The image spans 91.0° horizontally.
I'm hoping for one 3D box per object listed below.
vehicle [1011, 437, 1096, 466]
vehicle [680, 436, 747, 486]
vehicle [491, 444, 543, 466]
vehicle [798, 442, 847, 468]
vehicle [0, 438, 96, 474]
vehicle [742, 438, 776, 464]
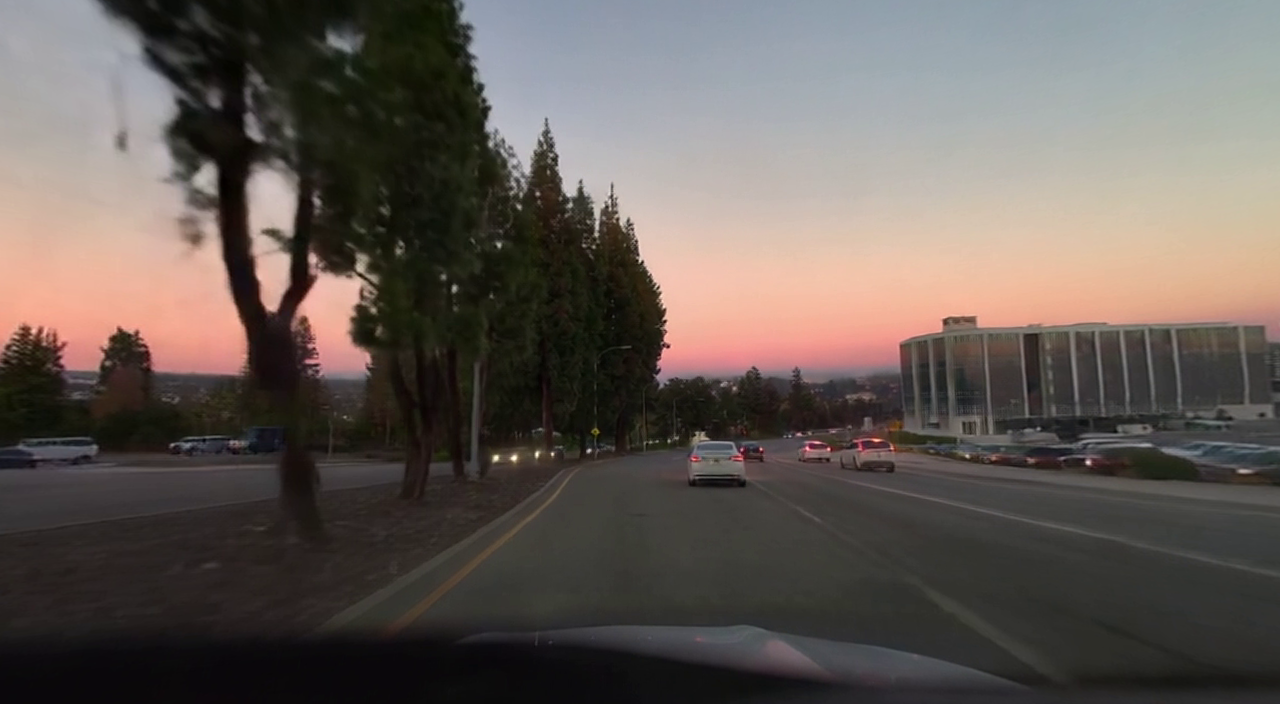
[{"bbox_3d":[27.528,6.590,41.894,4.719,1.851,1.920,2,-8,-14],"label":"vehicle"},{"bbox_3d":[2.531,3.867,22.708,2.145,1.603,4.369,-1,-8,3],"label":"vehicle"},{"bbox_3d":[-8.115,6.823,41.826,2.089,1.400,4.467,-1,-8,7],"label":"vehicle"},{"bbox_3d":[10.881,6.161,37.815,1.928,1.488,4.361,-1,-8,4],"label":"vehicle"},{"bbox_3d":[-36.759,6.413,39.189,2.208,2.008,5.391,2,-9,-17],"label":"vehicle"},{"bbox_3d":[8.463,7.087,45.157,1.976,1.796,4.159,-1,-8,5],"label":"vehicle"}]
